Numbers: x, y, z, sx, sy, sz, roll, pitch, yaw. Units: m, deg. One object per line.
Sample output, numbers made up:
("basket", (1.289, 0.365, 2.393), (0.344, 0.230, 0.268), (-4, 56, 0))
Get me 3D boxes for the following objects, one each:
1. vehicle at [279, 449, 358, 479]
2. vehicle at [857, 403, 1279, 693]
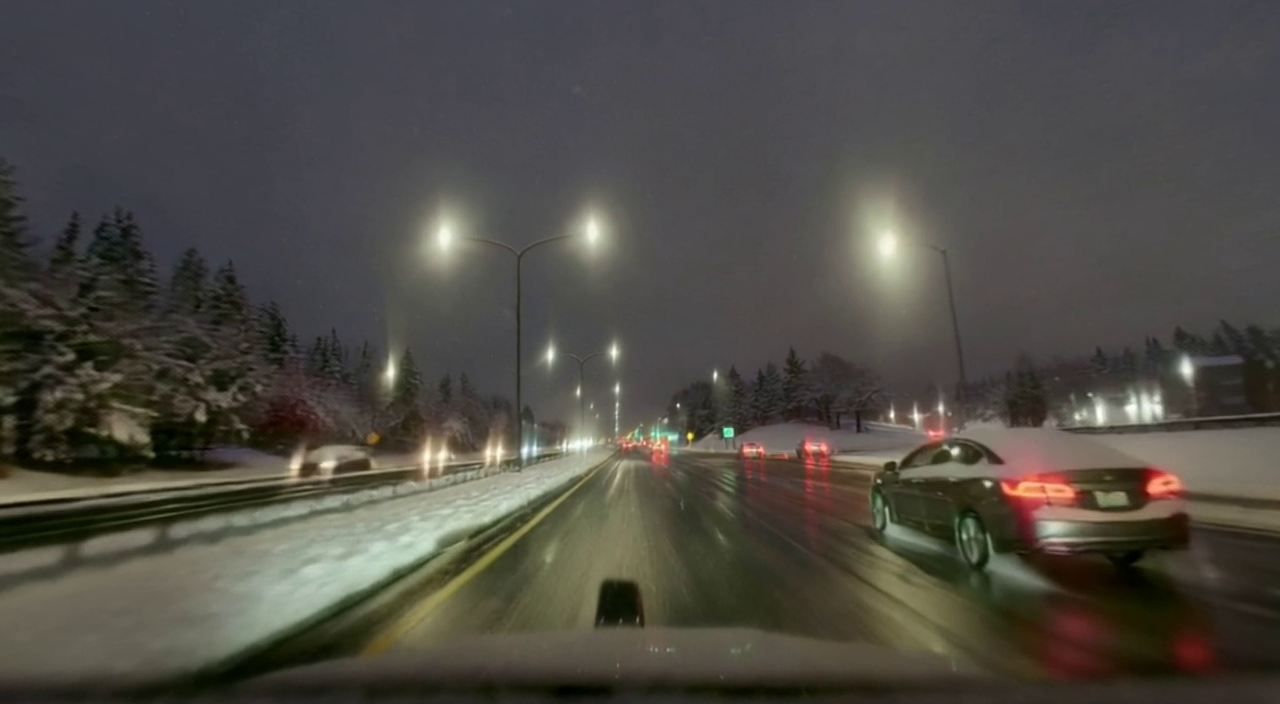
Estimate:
("vehicle", (-14.546, 5.055, 28.824), (1.620, 1.198, 3.811), (0, -8, 0))
("vehicle", (3.855, 1.361, 5.715), (2.018, 1.477, 4.800), (0, -8, -1))
